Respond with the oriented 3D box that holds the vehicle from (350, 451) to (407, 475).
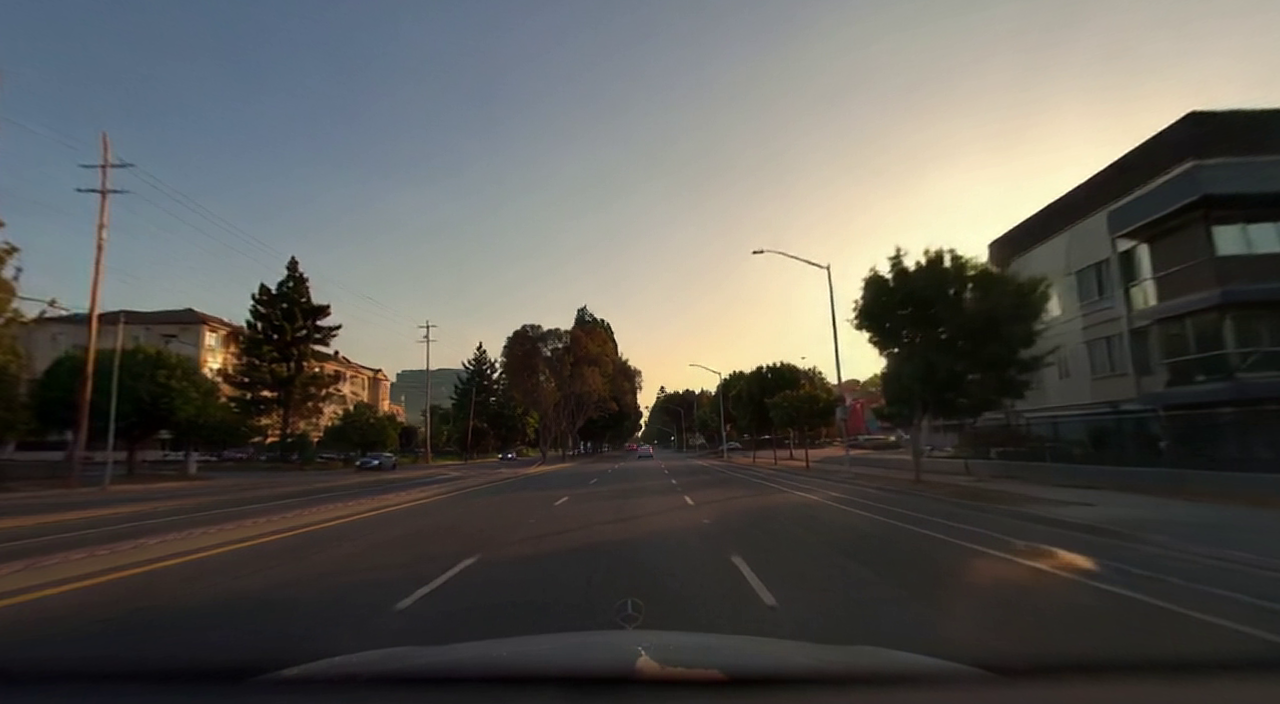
[{"bbox_3d":[-19.880,8.458,48.192,2.025,1.643,4.880,-1,-8,3],"label":"vehicle"}]
